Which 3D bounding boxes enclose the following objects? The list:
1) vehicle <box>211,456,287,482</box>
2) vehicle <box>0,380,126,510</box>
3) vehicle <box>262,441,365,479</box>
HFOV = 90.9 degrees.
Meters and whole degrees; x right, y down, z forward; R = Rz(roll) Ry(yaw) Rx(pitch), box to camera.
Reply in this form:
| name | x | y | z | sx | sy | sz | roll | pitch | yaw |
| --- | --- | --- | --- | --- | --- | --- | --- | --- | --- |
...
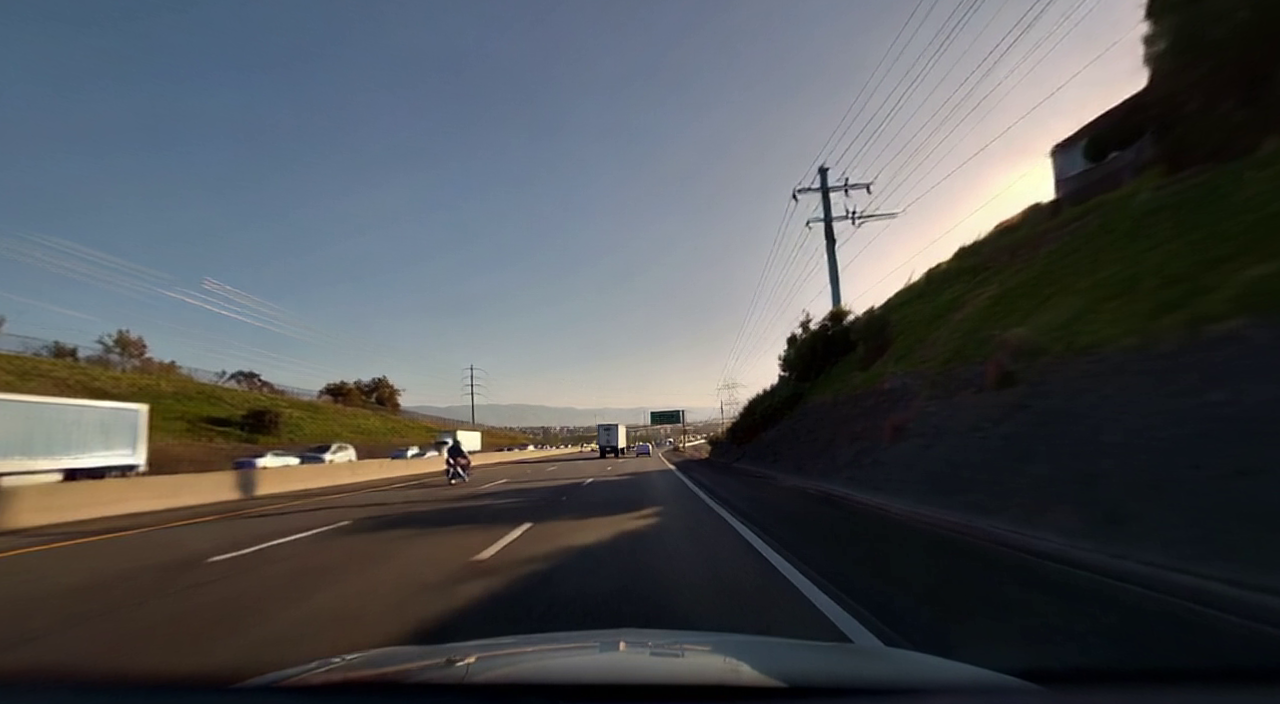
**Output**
| name | x | y | z | sx | sy | sz | roll | pitch | yaw |
| --- | --- | --- | --- | --- | --- | --- | --- | --- | --- |
| vehicle | -24.544 | 7.338 | 39.818 | 1.807 | 1.477 | 4.711 | 0 | -8 | 0 |
| vehicle | -20.936 | 2.873 | 19.430 | 2.897 | 3.919 | 8.383 | 0 | -8 | 0 |
| vehicle | -17.221 | 5.695 | 33.705 | 2.334 | 1.816 | 5.715 | 0 | -8 | 1 |
